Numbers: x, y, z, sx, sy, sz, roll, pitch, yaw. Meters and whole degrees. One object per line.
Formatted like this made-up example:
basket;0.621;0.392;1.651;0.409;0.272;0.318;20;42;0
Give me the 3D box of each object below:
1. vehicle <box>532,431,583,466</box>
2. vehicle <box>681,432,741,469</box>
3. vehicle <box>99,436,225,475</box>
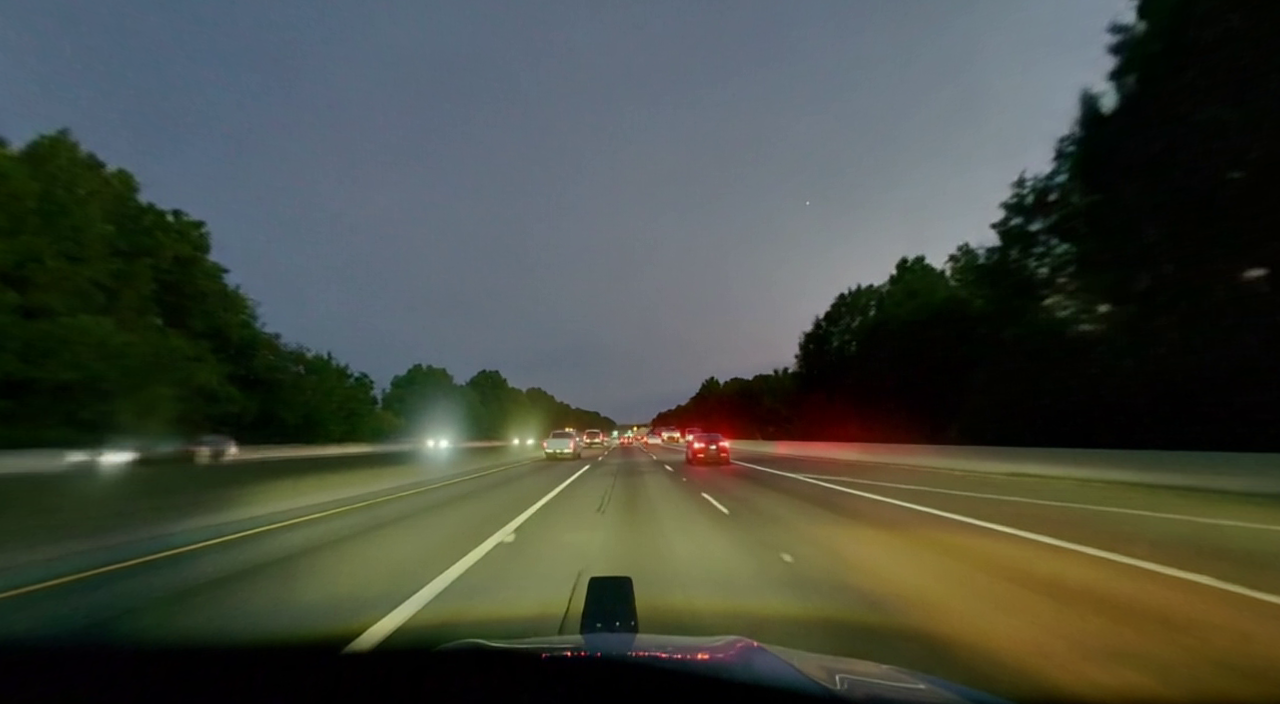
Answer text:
vehicle;-4.076;4.868;32.063;2.011;1.614;4.808;0;-7;-1
vehicle;2.998;4.221;27.330;1.990;1.480;3.865;0;-7;-2
vehicle;-19.954;4.295;26.598;1.844;1.468;4.521;0;-8;-2
